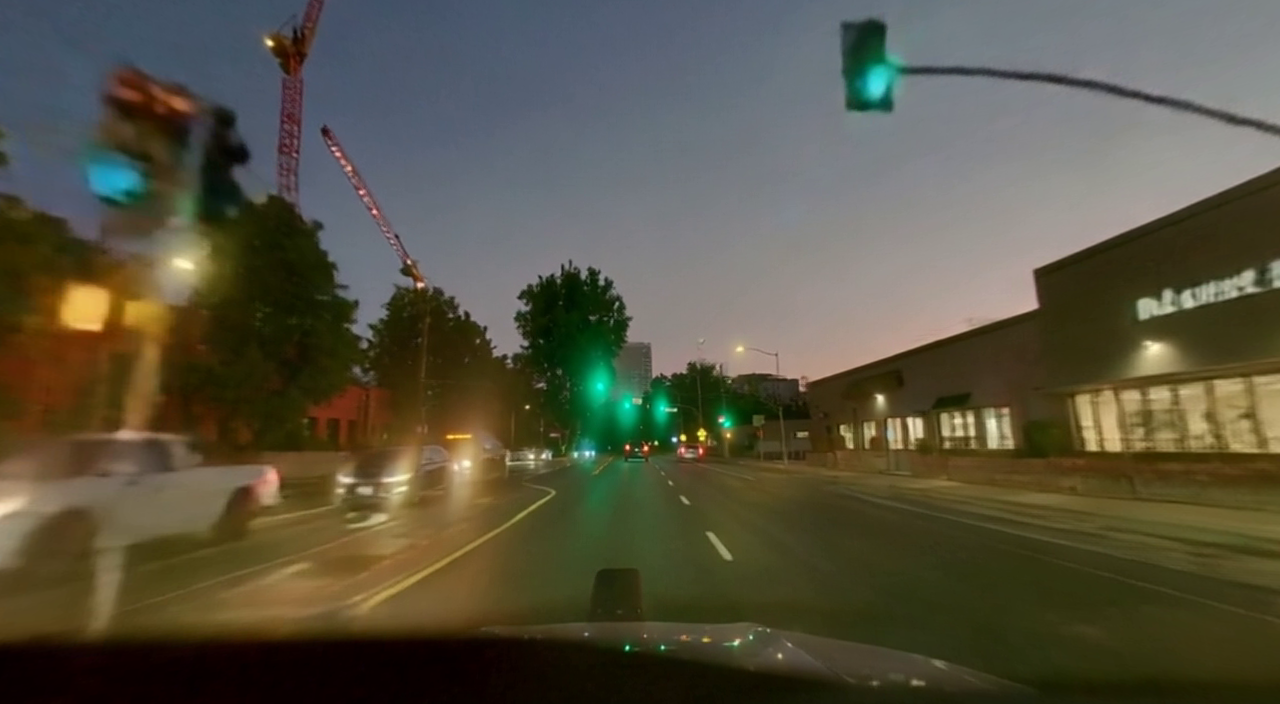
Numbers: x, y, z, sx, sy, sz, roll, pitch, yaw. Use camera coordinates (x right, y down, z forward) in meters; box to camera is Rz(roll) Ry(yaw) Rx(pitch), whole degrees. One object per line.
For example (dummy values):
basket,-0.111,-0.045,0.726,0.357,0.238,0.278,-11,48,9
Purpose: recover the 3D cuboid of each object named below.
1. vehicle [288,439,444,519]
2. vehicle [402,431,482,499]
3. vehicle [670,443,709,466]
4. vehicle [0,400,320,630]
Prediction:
vehicle,-5.894,2.742,14.243,1.901,1.498,4.359,1,-9,-5
vehicle,-5.984,3.377,19.434,2.058,1.751,4.502,0,-8,-15
vehicle,3.802,8.030,49.671,2.427,1.665,5.593,0,-9,-2
vehicle,-5.709,1.578,7.057,1.983,1.715,4.466,-2,-8,0
